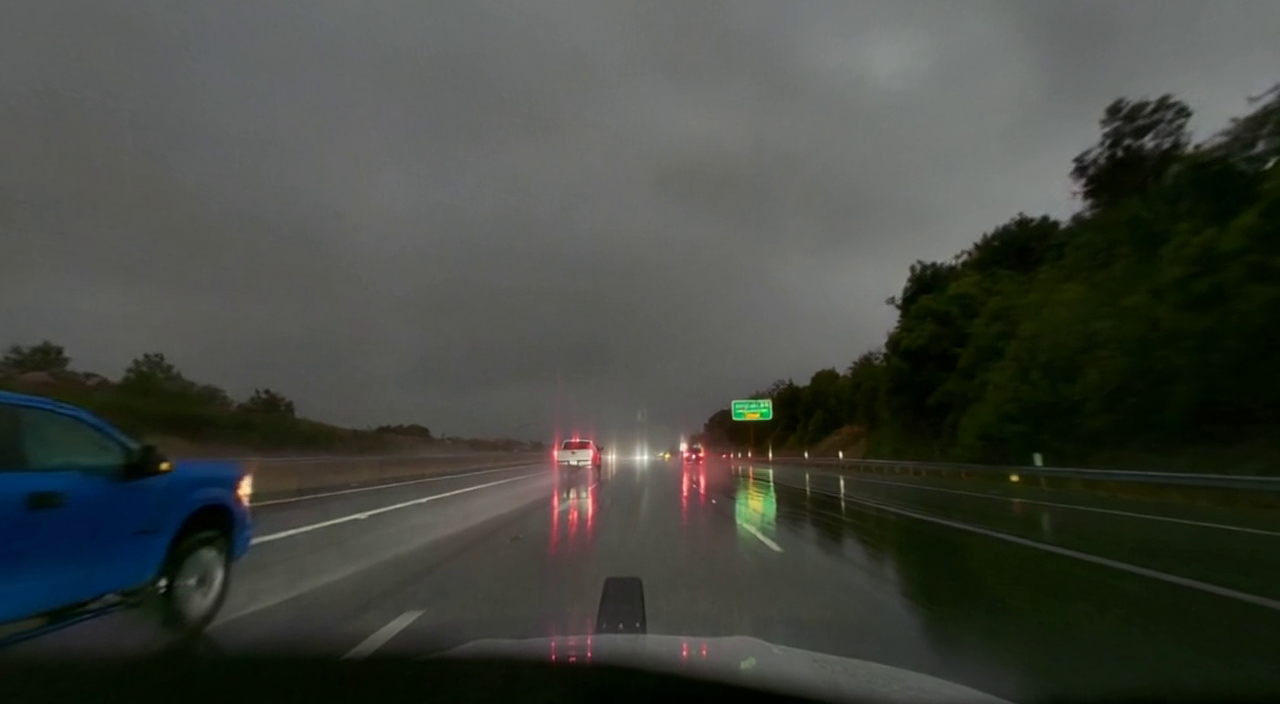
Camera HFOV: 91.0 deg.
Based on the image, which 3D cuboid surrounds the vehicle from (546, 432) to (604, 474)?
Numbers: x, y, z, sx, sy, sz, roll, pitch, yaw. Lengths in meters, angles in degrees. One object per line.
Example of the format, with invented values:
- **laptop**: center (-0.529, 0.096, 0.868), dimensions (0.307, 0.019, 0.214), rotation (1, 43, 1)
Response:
- **vehicle**: center (-3.664, 5.879, 36.747), dimensions (2.496, 2.203, 6.317), rotation (0, -9, 2)

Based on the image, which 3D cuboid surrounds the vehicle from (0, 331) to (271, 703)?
- **vehicle**: center (-4.266, 0.723, 2.379), dimensions (2.285, 1.853, 5.564), rotation (0, -9, 1)
